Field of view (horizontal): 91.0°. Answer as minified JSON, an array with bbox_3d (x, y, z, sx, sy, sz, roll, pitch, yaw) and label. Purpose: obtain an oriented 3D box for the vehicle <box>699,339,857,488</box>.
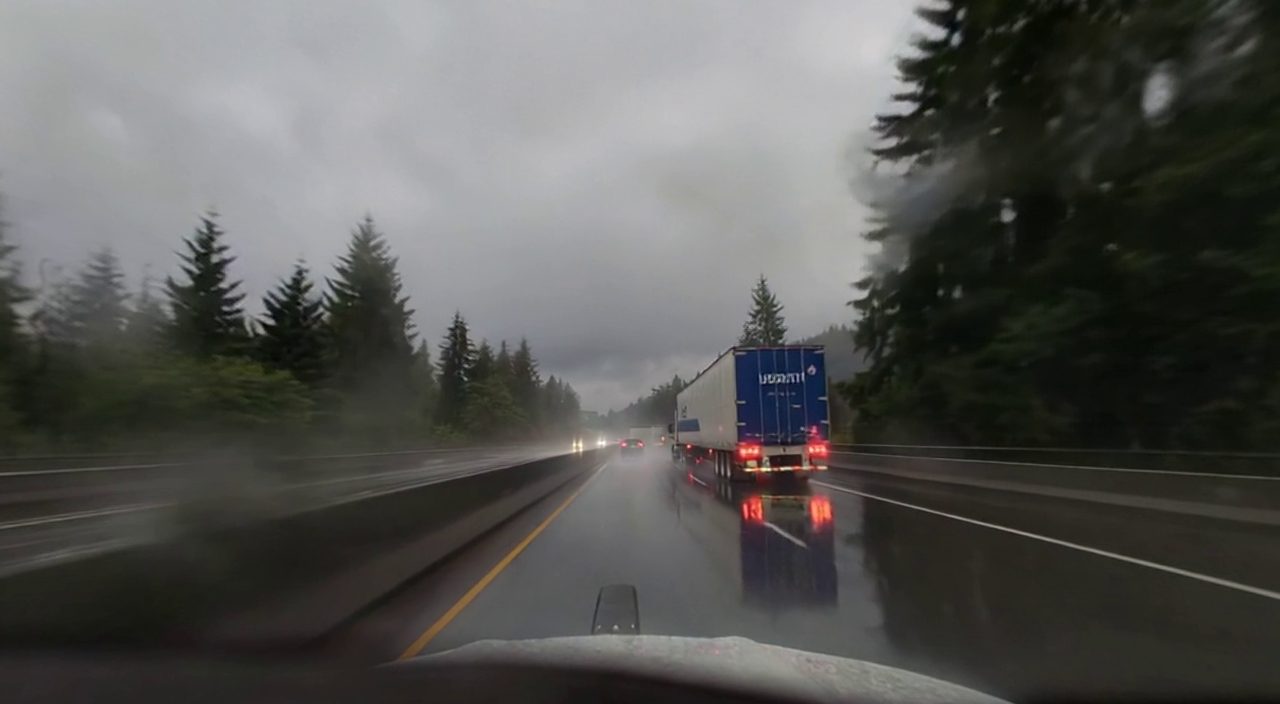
[{"bbox_3d":[3.952,2.148,20.461,3.006,3.850,8.310,0,-8,-1],"label":"vehicle"}]
